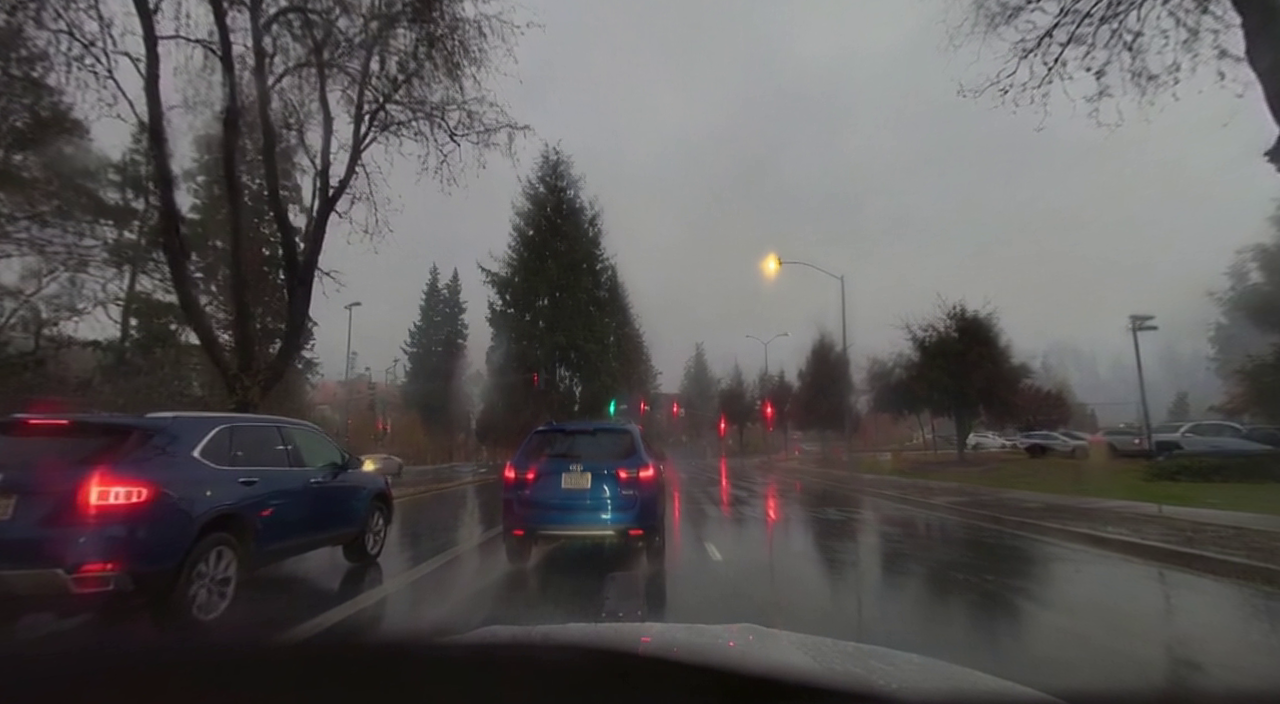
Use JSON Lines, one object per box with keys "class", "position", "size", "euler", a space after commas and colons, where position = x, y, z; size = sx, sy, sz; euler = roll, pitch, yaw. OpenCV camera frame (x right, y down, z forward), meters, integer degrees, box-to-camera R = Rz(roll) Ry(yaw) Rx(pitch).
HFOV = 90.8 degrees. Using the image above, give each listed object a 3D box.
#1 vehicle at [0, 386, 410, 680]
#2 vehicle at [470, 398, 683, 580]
{"class": "vehicle", "position": [-4.058, 1.365, 5.925], "size": [2.009, 1.673, 4.454], "euler": [0, -8, 1]}
{"class": "vehicle", "position": [-0.552, 1.737, 8.884], "size": [2.131, 1.793, 5.016], "euler": [0, -8, 2]}
